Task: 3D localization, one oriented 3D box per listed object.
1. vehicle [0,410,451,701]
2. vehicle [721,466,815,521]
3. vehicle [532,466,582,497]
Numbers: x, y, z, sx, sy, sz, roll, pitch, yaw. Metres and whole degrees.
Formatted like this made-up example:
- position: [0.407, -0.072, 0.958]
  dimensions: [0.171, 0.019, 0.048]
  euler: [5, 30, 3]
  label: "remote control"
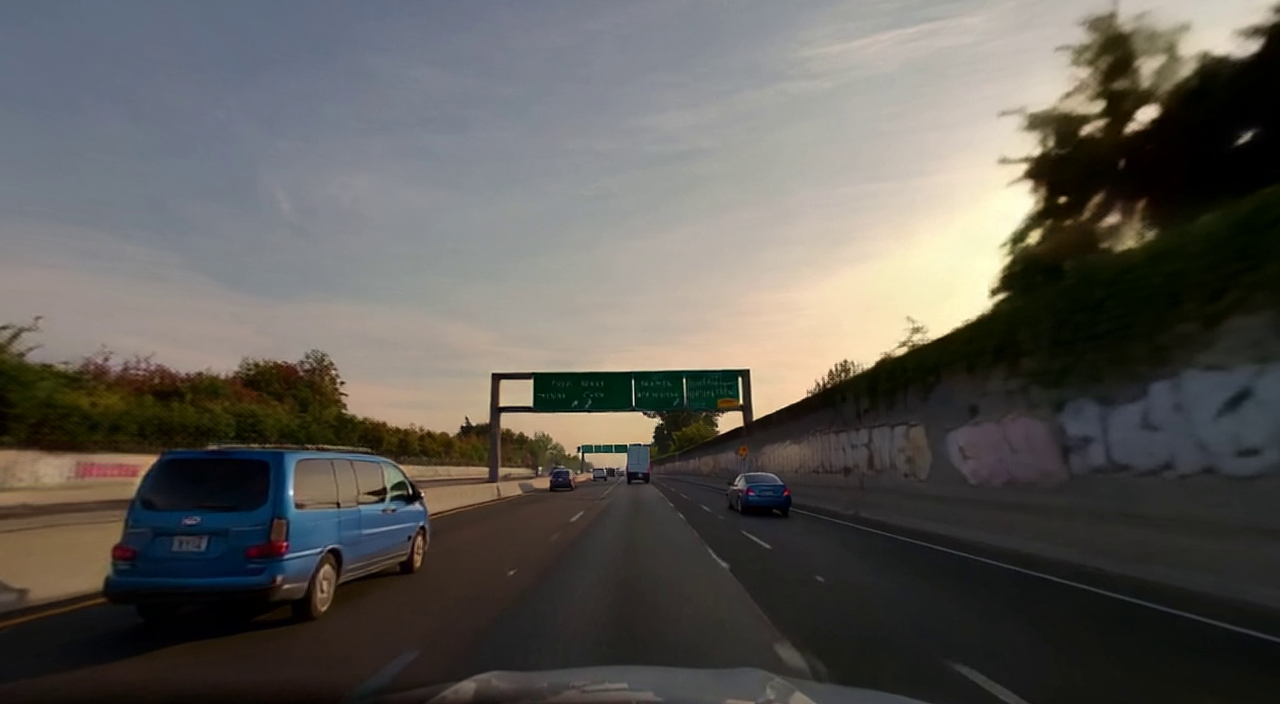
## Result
- position: [-3.478, 1.558, 5.878]
  dimensions: [2.004, 1.610, 4.508]
  euler: [1, -11, 0]
  label: "vehicle"
- position: [3.783, 4.269, 19.394]
  dimensions: [1.917, 1.458, 4.199]
  euler: [1, -11, -2]
  label: "vehicle"
- position: [-4.260, 6.692, 32.816]
  dimensions: [2.054, 1.443, 4.131]
  euler: [1, -11, -1]
  label: "vehicle"
